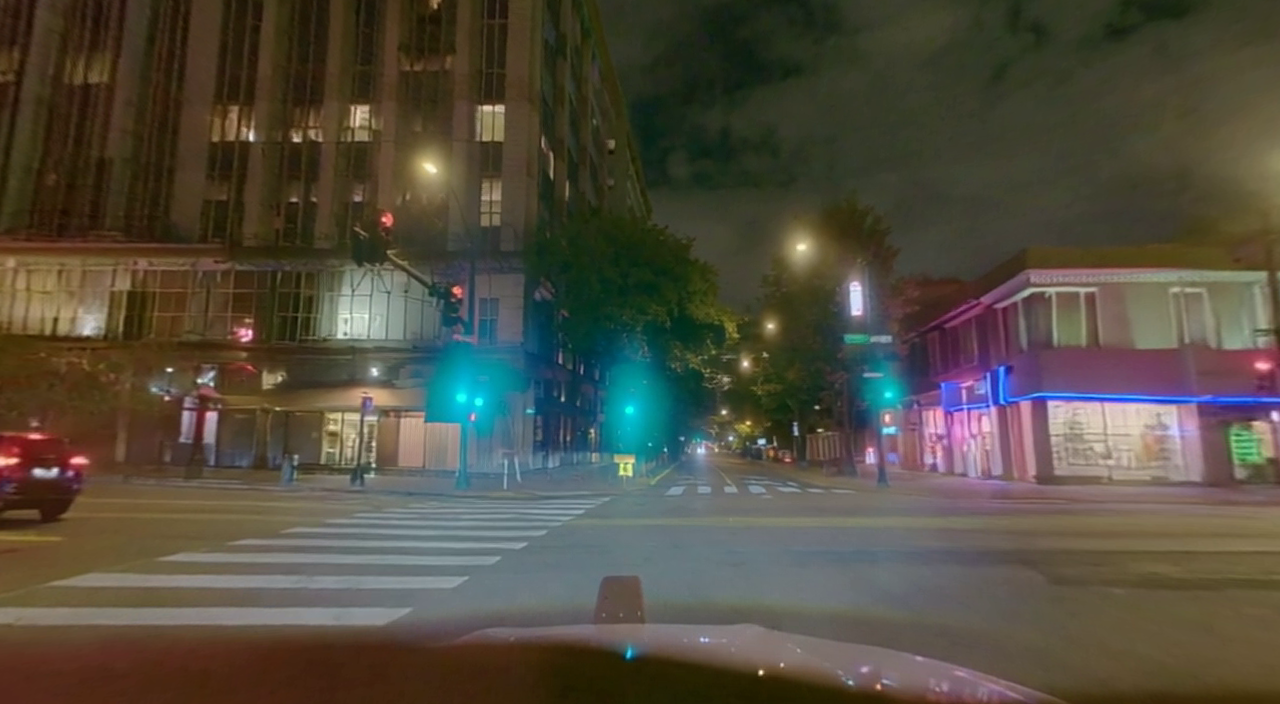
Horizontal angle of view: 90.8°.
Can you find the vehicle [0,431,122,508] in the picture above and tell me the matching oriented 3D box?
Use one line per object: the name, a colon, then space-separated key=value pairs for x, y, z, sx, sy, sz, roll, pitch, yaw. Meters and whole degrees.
vehicle: x=-14.309 y=2.515 z=13.799 sx=4.459 sy=1.482 sz=2.106 roll=-2 pitch=-9 yaw=10
